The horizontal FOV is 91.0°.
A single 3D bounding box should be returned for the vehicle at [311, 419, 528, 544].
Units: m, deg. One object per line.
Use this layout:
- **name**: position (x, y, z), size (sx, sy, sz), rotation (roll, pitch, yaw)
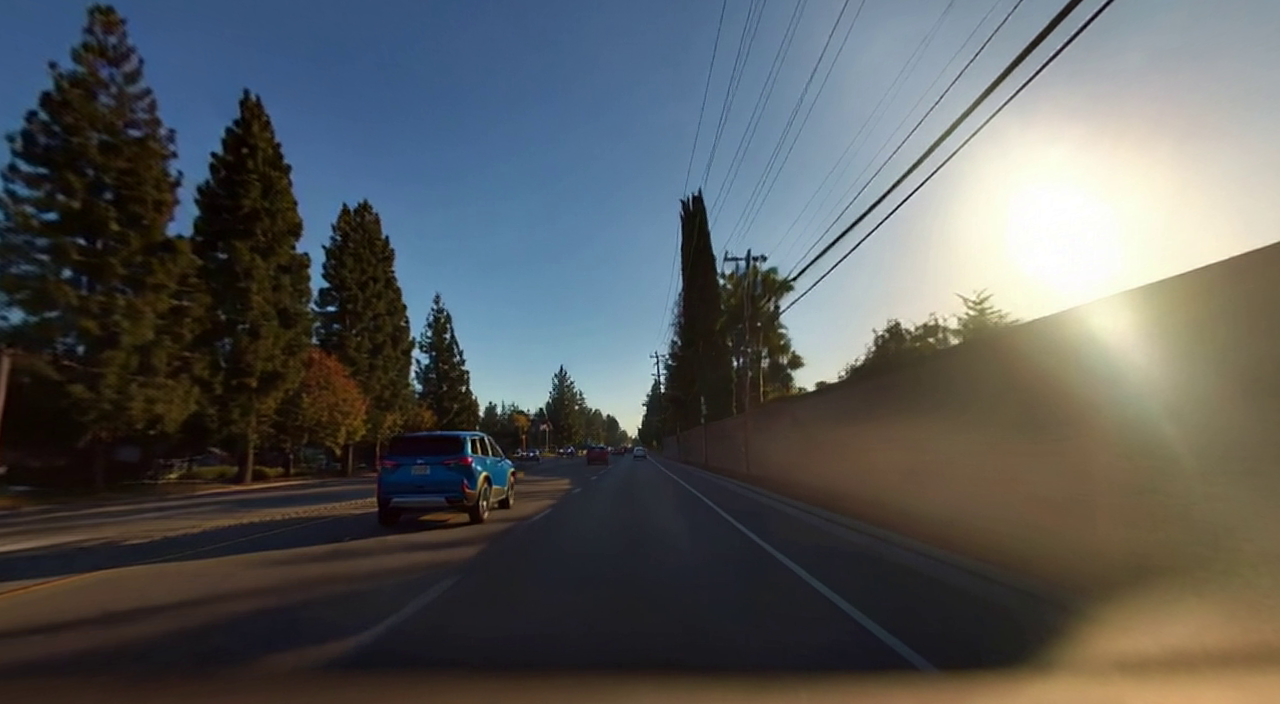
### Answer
- **vehicle**: position (-3.513, 2.156, 11.181), size (2.147, 1.730, 4.555), rotation (0, -8, 1)
